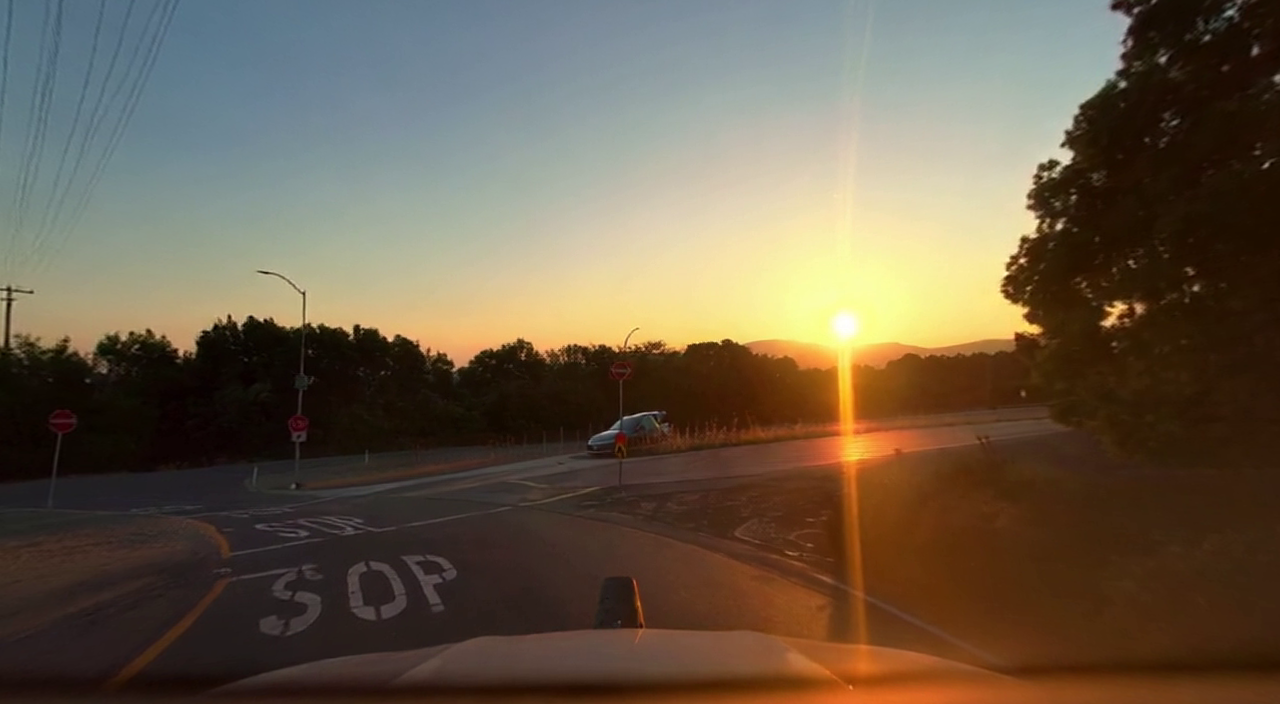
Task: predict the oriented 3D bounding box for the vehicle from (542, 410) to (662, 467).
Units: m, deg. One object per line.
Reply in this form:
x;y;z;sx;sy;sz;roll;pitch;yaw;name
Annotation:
-1.425;3.369;24.794;1.914;1.574;4.403;-11;-6;44;vehicle
